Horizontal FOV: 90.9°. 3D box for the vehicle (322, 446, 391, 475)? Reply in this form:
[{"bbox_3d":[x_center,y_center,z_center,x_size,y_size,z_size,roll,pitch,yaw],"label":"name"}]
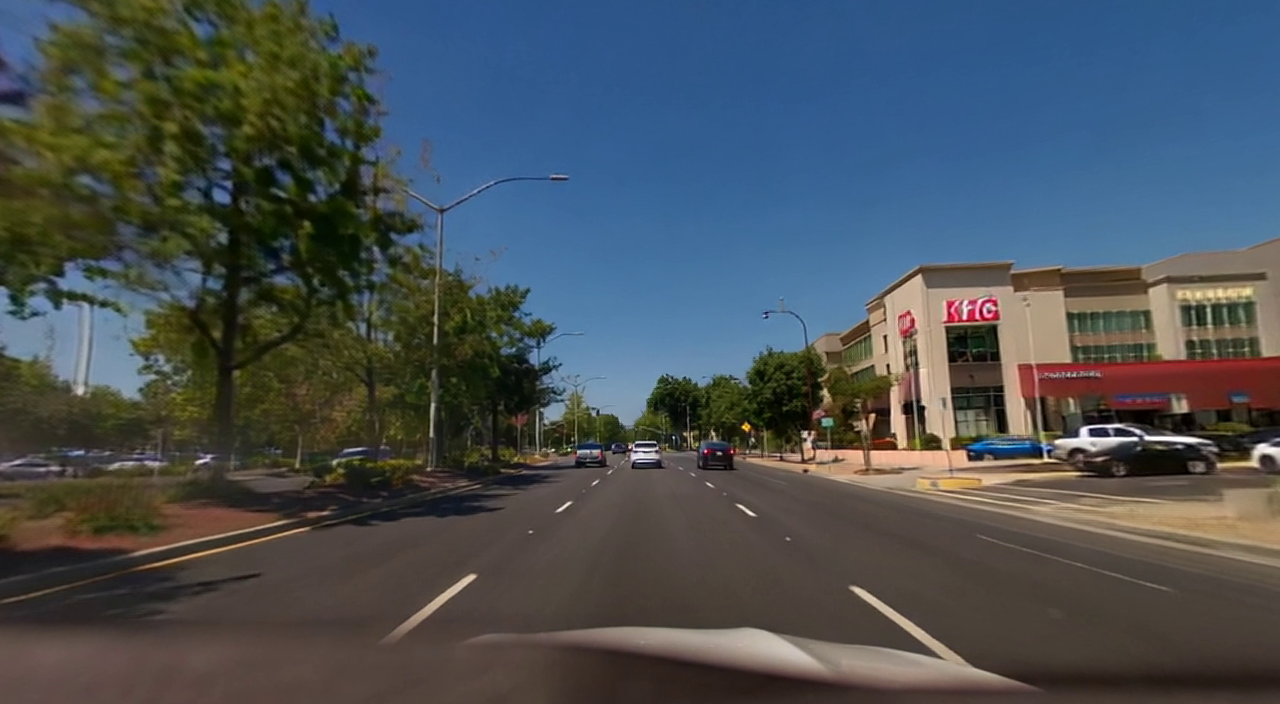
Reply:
[{"bbox_3d":[-15.657,5.987,35.088,1.796,1.466,4.362,0,-8,1],"label":"vehicle"}]

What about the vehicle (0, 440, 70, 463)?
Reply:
[{"bbox_3d":[-45.390,7.351,46.715,2.029,1.654,4.555,0,-8,-2],"label":"vehicle"}]

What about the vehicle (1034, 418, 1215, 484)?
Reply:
[{"bbox_3d":[17.450,3.632,23.232,2.131,2.070,5.579,-1,-8,-1],"label":"vehicle"}]

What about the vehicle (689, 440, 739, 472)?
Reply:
[{"bbox_3d":[3.627,5.227,31.816,2.012,1.462,4.400,0,-8,0],"label":"vehicle"}]

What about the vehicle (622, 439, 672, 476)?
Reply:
[{"bbox_3d":[0.276,4.637,27.989,2.059,1.477,4.216,0,-8,0],"label":"vehicle"}]

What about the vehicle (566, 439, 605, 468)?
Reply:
[{"bbox_3d":[-3.223,6.127,38.206,1.995,1.607,4.086,0,-8,0],"label":"vehicle"}]

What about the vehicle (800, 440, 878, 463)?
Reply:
[{"bbox_3d":[13.053,6.550,41.617,4.622,1.469,1.934,-2,-9,10],"label":"vehicle"}]

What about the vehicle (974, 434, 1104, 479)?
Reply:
[{"bbox_3d":[15.038,3.951,24.133,2.099,1.526,4.555,-1,-8,2],"label":"vehicle"}]
